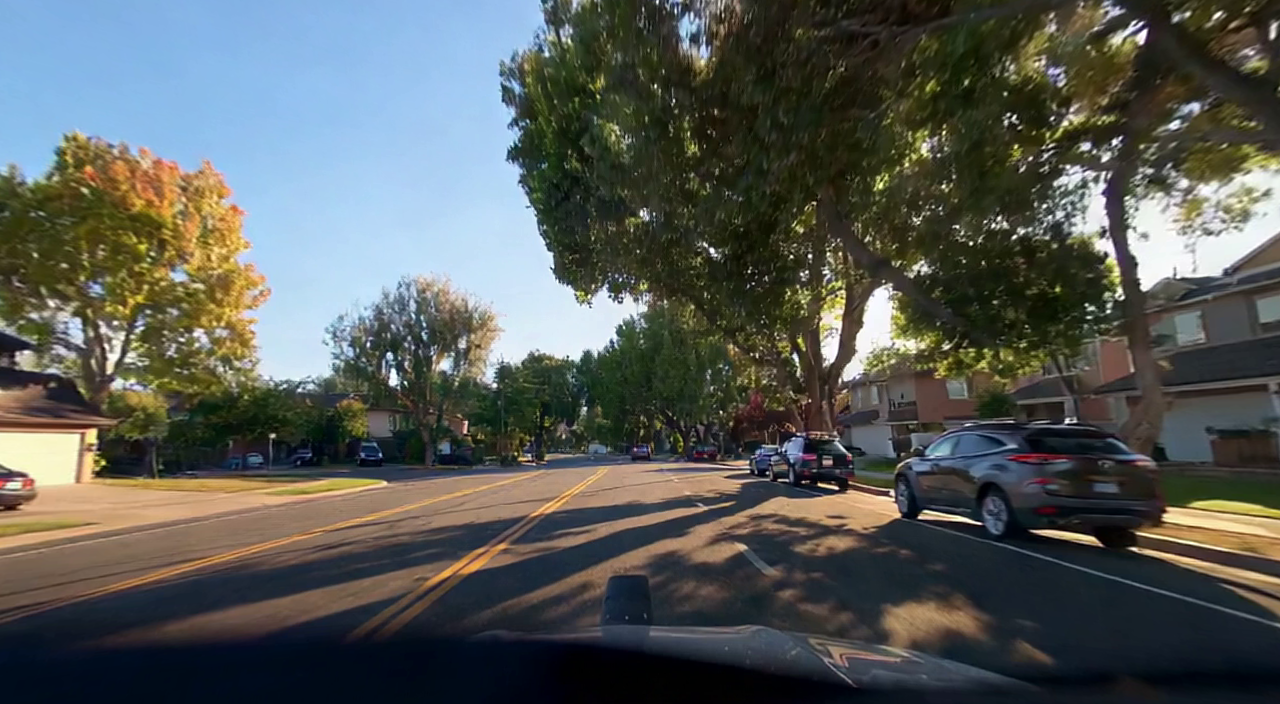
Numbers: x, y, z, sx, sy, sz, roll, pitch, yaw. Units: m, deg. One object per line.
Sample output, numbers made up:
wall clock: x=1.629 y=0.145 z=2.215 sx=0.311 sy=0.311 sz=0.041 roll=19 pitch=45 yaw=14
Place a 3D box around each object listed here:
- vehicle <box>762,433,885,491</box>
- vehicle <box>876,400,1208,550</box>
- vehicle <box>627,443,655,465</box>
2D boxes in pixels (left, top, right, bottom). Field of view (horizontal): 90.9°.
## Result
vehicle: x=6.697 y=4.113 z=23.987 sx=2.878 sy=1.927 sz=5.774 roll=0 pitch=-8 yaw=0
vehicle: x=6.601 y=2.113 z=11.584 sx=2.260 sy=2.046 sz=5.766 roll=0 pitch=-8 yaw=0
vehicle: x=0.018 y=8.055 z=49.823 sx=2.106 sy=1.667 sz=4.367 roll=0 pitch=-8 yaw=-1
